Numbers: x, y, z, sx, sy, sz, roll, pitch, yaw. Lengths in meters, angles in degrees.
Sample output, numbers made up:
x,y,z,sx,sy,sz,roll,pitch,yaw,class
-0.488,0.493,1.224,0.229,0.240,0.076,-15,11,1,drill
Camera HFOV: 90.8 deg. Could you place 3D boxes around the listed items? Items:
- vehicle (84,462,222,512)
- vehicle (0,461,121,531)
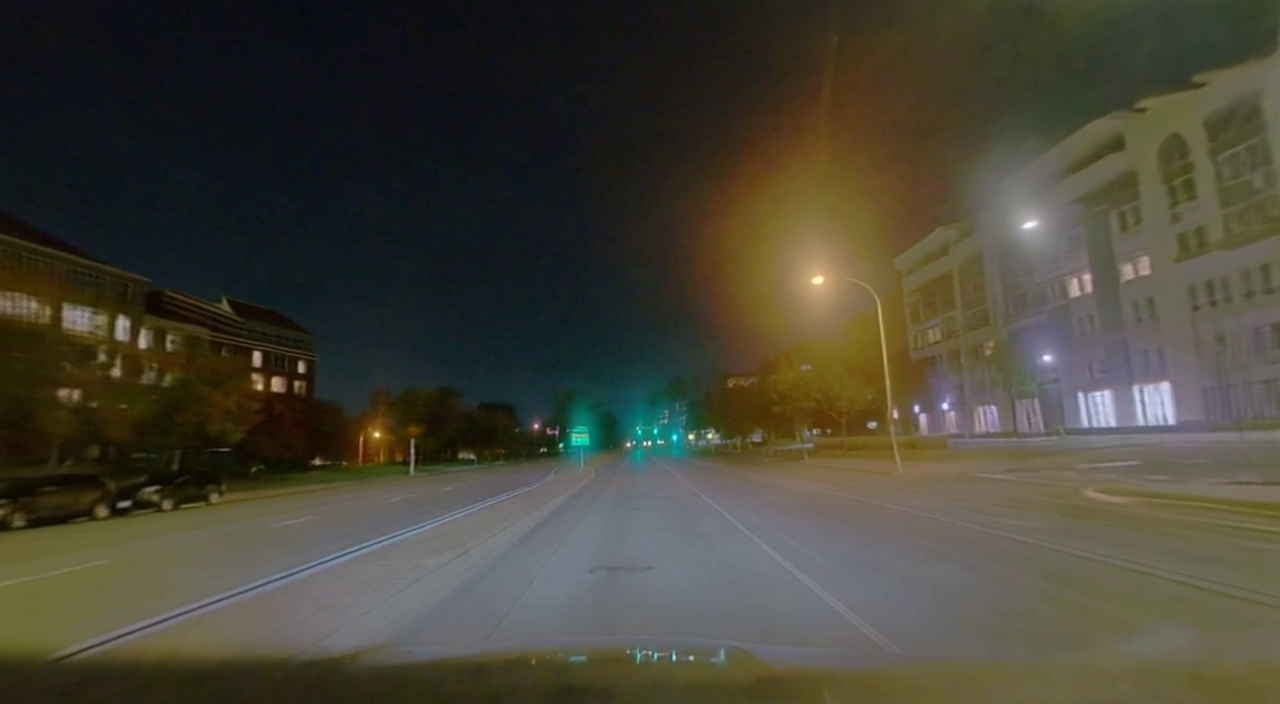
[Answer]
x,y,z,sx,sy,sz,roll,pitch,yaw,class
-19.314,5.342,25.404,1.965,1.665,4.577,-2,-9,-1,vehicle
-19.162,4.381,19.604,2.255,1.848,4.617,0,-8,-3,vehicle
